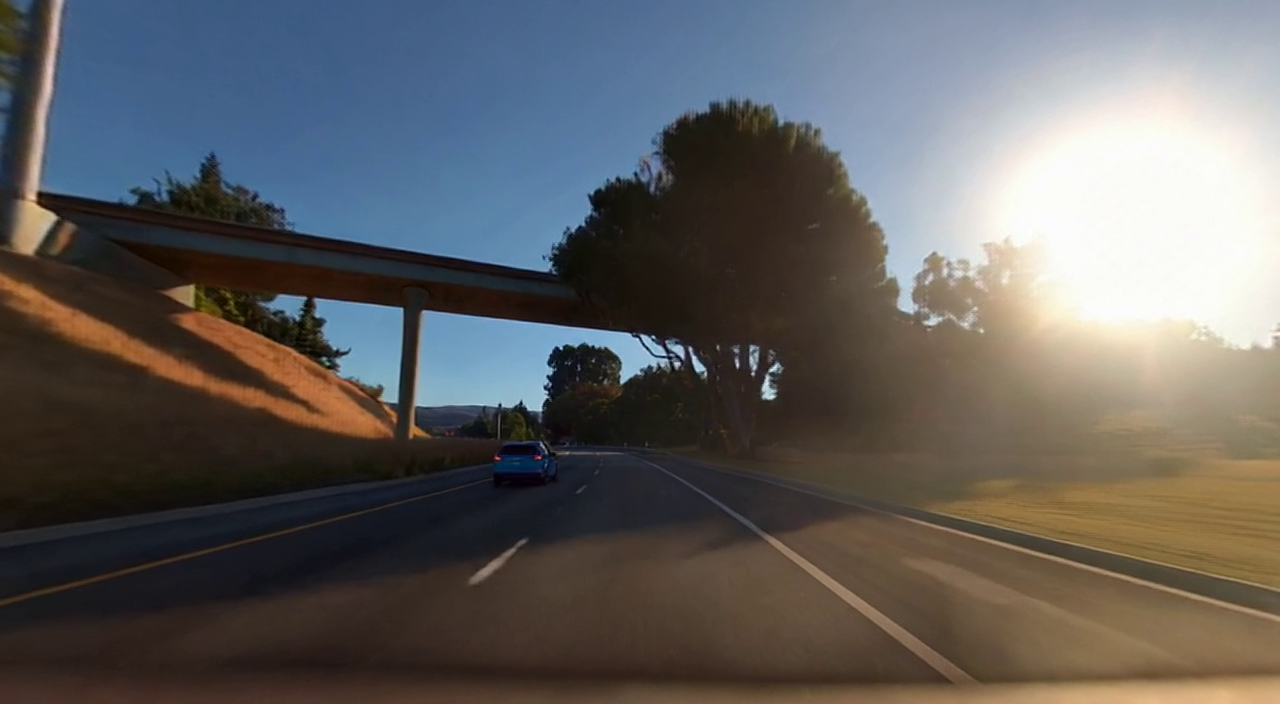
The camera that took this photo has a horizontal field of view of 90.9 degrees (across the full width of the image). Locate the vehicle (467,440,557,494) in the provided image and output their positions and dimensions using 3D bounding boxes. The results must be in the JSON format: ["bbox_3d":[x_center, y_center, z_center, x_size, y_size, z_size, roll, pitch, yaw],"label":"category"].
[{"bbox_3d":[-3.908,3.591,20.130,1.968,1.503,4.443,0,-8,0],"label":"vehicle"}]
